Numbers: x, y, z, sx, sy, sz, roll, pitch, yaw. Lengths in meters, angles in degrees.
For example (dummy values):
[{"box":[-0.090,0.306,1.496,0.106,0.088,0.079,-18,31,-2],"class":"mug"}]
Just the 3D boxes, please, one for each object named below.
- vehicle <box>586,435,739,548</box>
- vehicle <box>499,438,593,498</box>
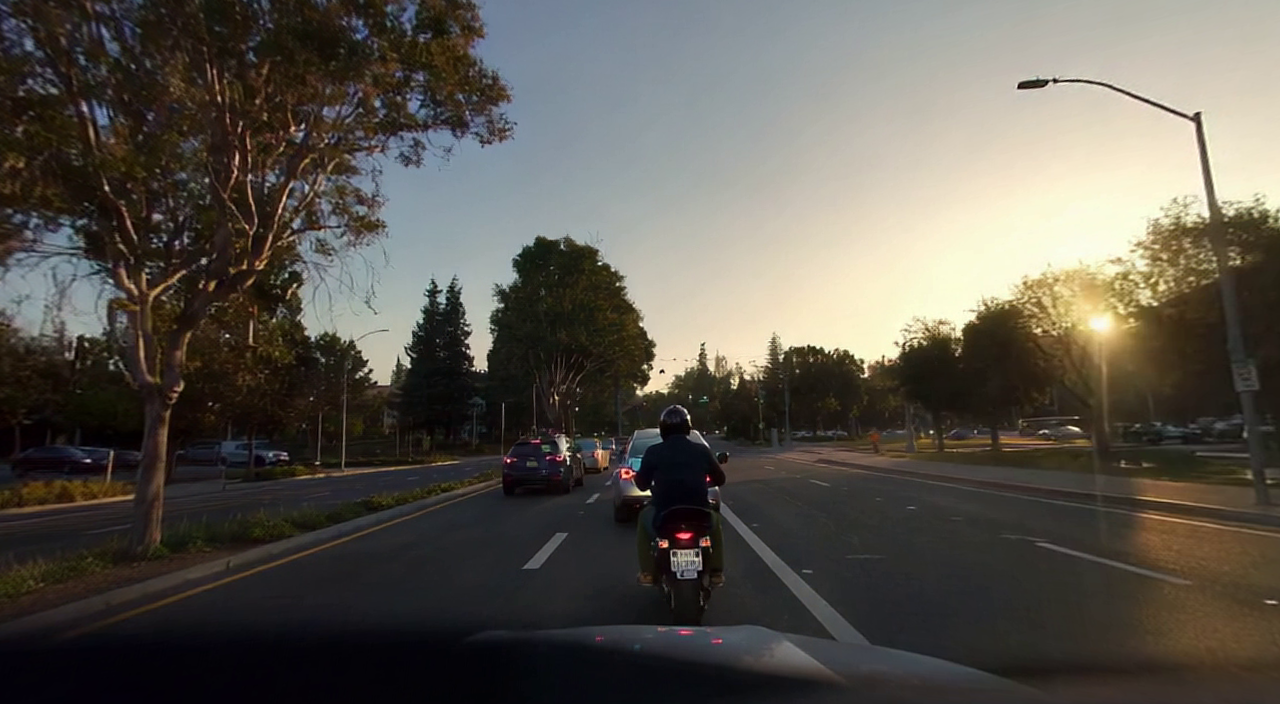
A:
[{"box":[0.324,2.166,10.636,2.009,1.450,4.608,-1,-8,1],"class":"vehicle"},{"box":[-2.554,3.243,18.062,1.979,1.499,3.840,-1,-8,2],"class":"vehicle"}]
